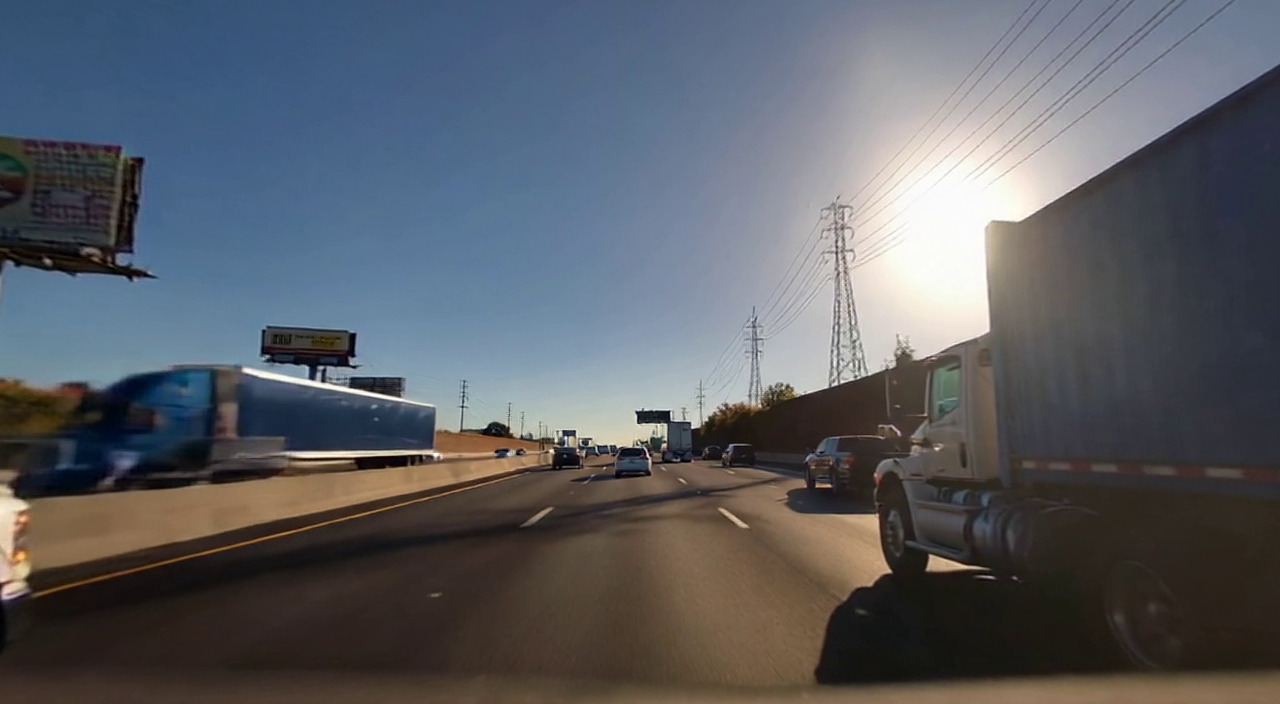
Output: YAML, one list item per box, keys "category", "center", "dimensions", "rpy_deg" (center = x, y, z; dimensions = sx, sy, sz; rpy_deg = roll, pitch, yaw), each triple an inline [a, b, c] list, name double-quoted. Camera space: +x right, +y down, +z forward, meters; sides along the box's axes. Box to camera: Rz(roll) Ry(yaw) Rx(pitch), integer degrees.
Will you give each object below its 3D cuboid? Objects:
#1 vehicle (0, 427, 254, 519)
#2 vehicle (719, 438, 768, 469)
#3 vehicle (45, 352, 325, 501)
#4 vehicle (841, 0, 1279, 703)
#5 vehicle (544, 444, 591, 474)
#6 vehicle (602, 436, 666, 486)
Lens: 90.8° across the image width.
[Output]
- category: "vehicle"
  center: [-10.870, 2.526, 13.677]
  dimensions: [2.043, 1.628, 4.675]
  rpy_deg: [0, -9, 0]
- category: "vehicle"
  center: [7.008, 6.945, 43.445]
  dimensions: [2.302, 1.973, 5.502]
  rpy_deg: [0, -9, -1]
- category: "vehicle"
  center: [-14.011, 2.567, 20.781]
  dimensions: [3.075, 3.927, 8.116]
  rpy_deg: [0, -9, 0]
- category: "vehicle"
  center: [3.588, -0.316, 2.042]
  dimensions: [3.013, 3.940, 7.933]
  rpy_deg: [0, -9, -1]
- category: "vehicle"
  center: [-3.854, 5.775, 34.425]
  dimensions: [2.025, 1.498, 4.675]
  rpy_deg: [0, -9, 0]
- category: "vehicle"
  center: [-0.224, 4.056, 23.723]
  dimensions: [2.191, 1.685, 4.015]
  rpy_deg: [0, -9, 0]
